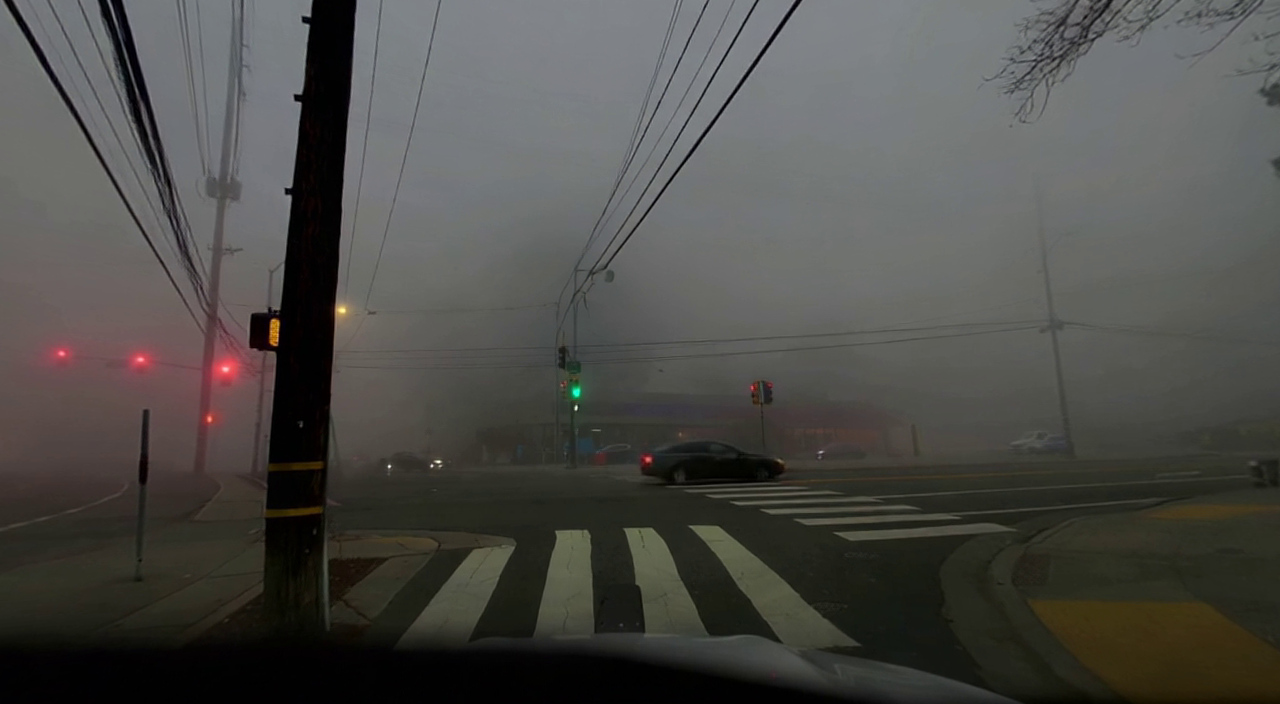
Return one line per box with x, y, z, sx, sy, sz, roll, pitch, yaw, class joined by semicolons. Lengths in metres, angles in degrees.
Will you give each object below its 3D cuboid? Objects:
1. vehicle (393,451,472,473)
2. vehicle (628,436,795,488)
-14.080;7.450;43.018;4.837;1.407;1.818;4;-9;-26;vehicle
2.158;3.390;19.684;4.700;1.479;2.095;2;-9;-13;vehicle
